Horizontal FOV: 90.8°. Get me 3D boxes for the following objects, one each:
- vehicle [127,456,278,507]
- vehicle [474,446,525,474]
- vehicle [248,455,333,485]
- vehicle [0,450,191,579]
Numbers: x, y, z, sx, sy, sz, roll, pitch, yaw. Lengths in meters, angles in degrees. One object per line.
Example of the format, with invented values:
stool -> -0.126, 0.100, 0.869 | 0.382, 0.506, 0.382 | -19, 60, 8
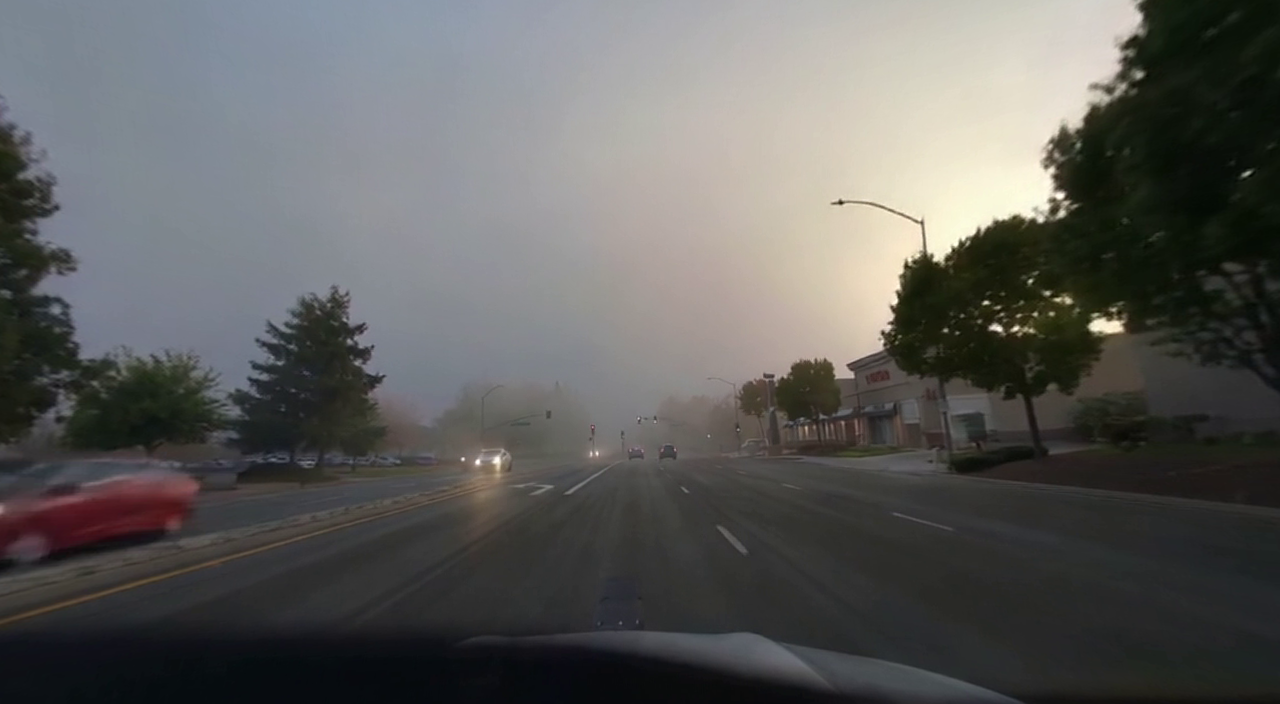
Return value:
vehicle -> -15.243, 4.503, 22.427 | 1.929, 1.497, 4.697 | 0, -8, 1
vehicle -> -8.396, 6.481, 38.220 | 1.958, 1.534, 4.598 | 0, -8, 1
vehicle -> -22.037, 7.401, 39.927 | 4.366, 1.666, 1.952 | 6, -11, -36
vehicle -> -8.665, 2.074, 8.372 | 2.065, 1.504, 4.593 | 0, -8, 0
